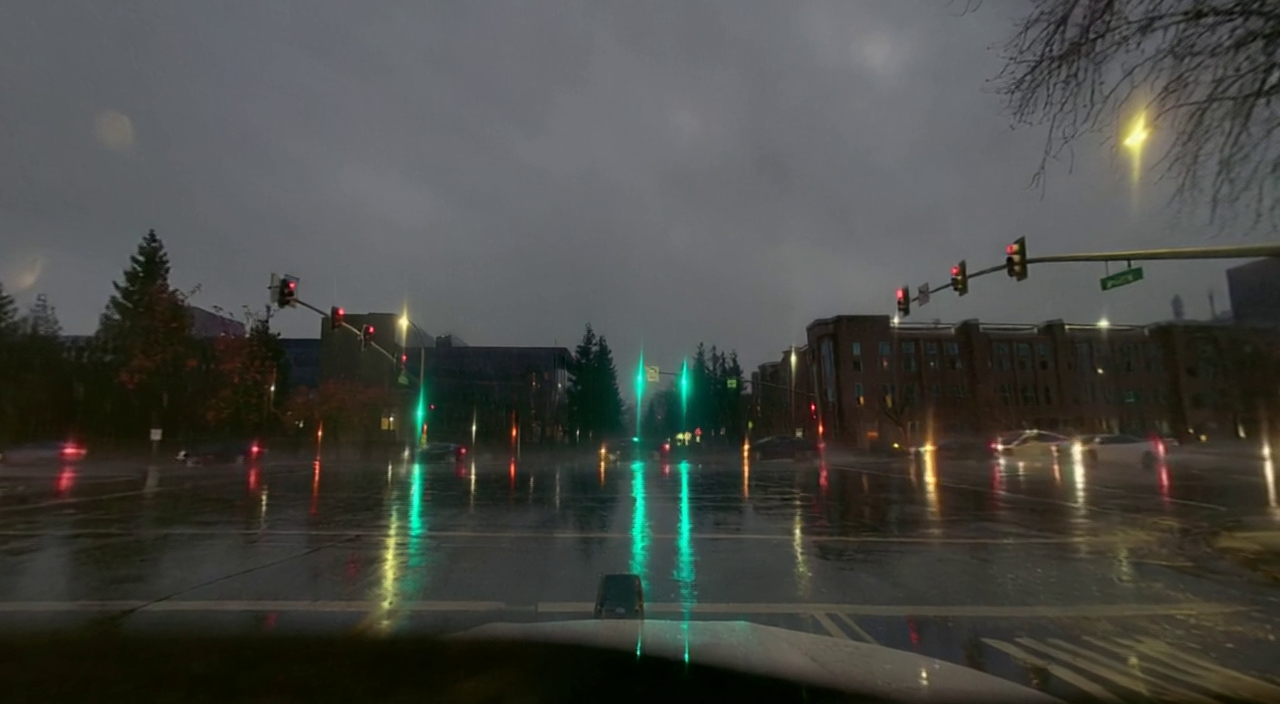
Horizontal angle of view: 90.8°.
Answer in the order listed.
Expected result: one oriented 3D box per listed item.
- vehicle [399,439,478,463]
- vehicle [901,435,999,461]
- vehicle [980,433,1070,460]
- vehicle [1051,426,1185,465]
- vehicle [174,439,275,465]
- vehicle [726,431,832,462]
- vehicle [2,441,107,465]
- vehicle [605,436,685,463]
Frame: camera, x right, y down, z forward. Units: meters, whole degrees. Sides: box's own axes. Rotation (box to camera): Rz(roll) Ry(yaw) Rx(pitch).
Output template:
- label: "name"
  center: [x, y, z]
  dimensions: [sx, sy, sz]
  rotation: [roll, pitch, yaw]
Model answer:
- label: "vehicle"
  center: [-12.818, 6.346, 40.416]
  dimensions: [4.443, 1.472, 1.794]
  rotation: [0, -9, 0]
- label: "vehicle"
  center: [18.102, 5.616, 37.029]
  dimensions: [4.724, 1.452, 1.870]
  rotation: [0, -9, 1]
- label: "vehicle"
  center: [24.674, 6.079, 40.584]
  dimensions: [4.488, 1.667, 1.869]
  rotation: [0, -9, 1]
- label: "vehicle"
  center: [23.033, 4.519, 30.596]
  dimensions: [4.662, 1.764, 2.064]
  rotation: [-1, -9, 2]
- label: "vehicle"
  center: [-24.080, 5.820, 36.684]
  dimensions: [4.631, 1.435, 1.715]
  rotation: [0, -9, 0]
- label: "vehicle"
  center: [8.707, 5.981, 40.027]
  dimensions: [6.133, 1.833, 2.155]
  rotation: [0, -9, 1]
- label: "vehicle"
  center: [-37.275, 6.456, 40.300]
  dimensions: [4.759, 1.445, 1.865]
  rotation: [0, -9, -1]
- label: "vehicle"
  center: [0.276, 5.669, 36.764]
  dimensions: [4.519, 1.476, 1.767]
  rotation: [0, -9, 0]
